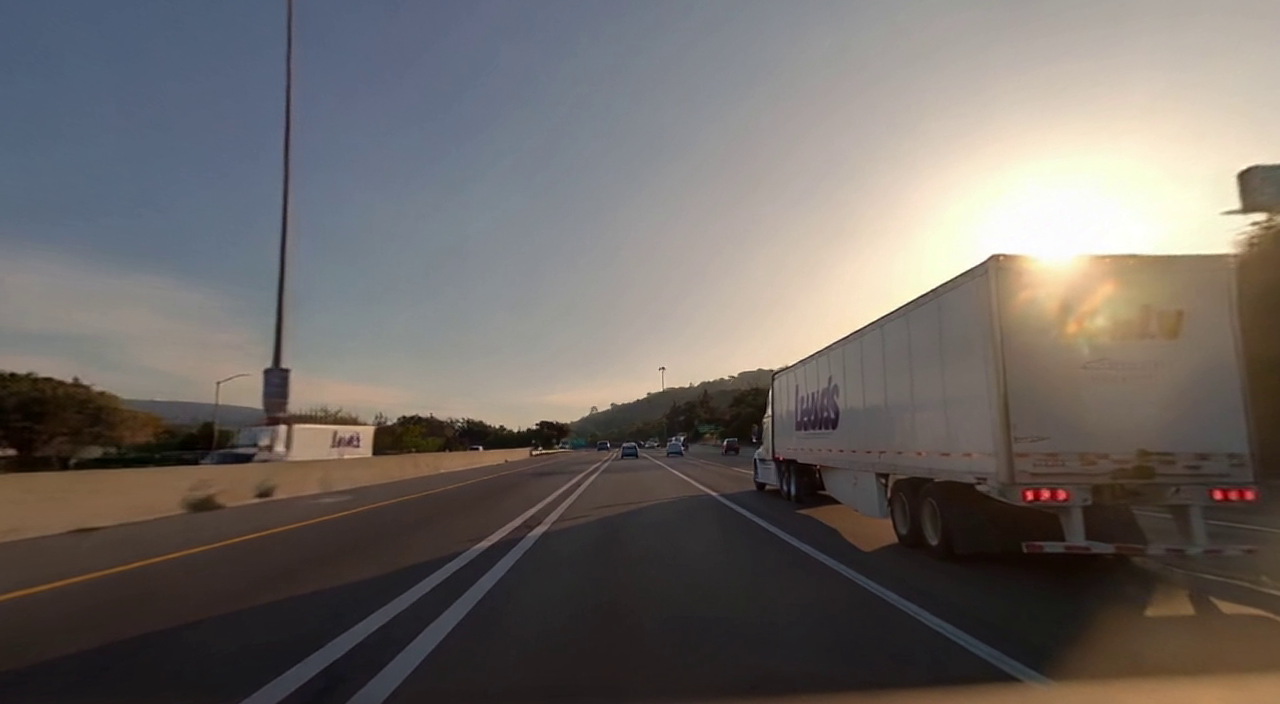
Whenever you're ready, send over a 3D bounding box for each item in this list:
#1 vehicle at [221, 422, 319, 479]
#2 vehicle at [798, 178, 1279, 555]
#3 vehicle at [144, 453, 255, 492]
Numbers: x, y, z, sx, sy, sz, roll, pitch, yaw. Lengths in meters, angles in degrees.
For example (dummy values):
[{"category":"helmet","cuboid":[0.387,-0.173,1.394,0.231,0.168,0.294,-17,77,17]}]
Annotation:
[{"category":"vehicle","cuboid":[-27.524,7.347,47.448,3.027,3.952,7.052,0,-8,-1]},{"category":"vehicle","cuboid":[7.546,1.291,15.055,2.892,4.128,16.495,0,-8,-2]},{"category":"vehicle","cuboid":[-19.467,5.319,28.204,1.858,1.546,4.335,0,-8,-1]}]
